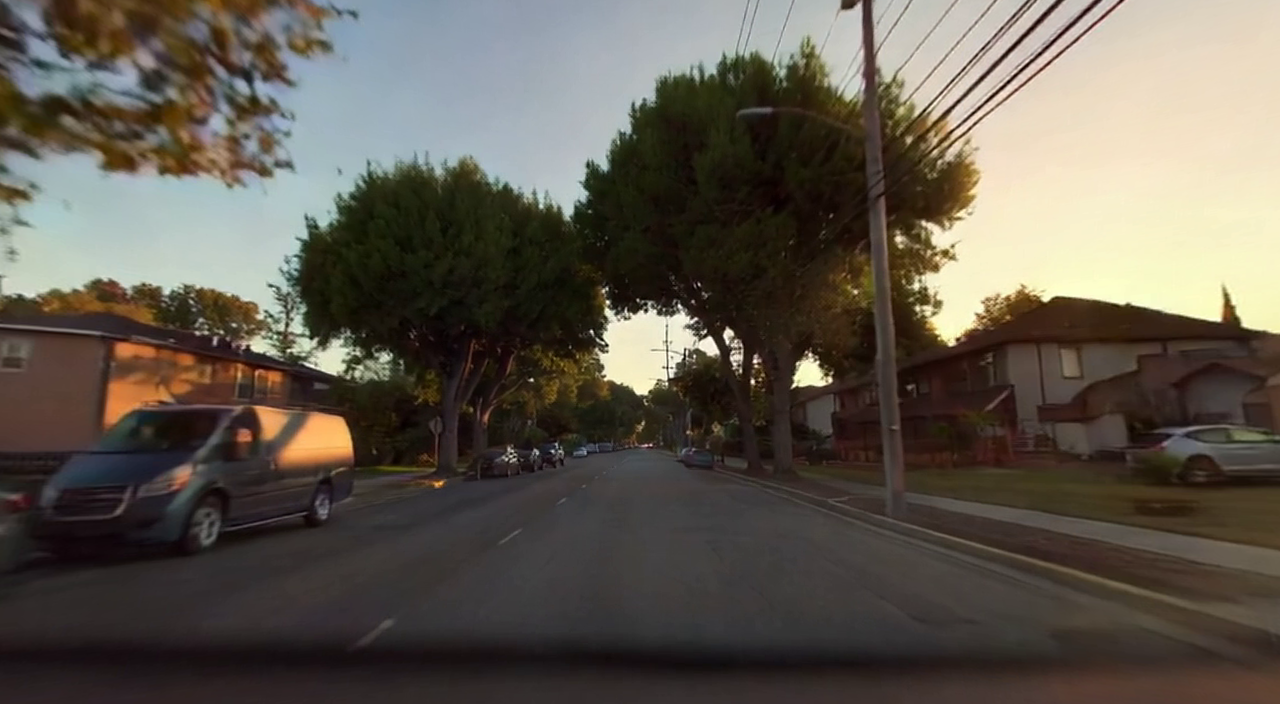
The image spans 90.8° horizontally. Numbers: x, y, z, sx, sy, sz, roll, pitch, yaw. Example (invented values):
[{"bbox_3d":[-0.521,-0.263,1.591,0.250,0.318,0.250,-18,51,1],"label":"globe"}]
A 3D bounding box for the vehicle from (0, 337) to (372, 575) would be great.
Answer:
[{"bbox_3d":[-6.774,1.640,10.162,2.439,2.724,5.647,-1,-10,-1],"label":"vehicle"}]

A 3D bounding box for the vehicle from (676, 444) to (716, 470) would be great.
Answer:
[{"bbox_3d":[3.337,6.321,38.182,1.869,1.453,4.237,0,-8,-2],"label":"vehicle"}]

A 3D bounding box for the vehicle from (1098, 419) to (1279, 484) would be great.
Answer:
[{"bbox_3d":[16.078,2.860,18.133,4.275,1.645,1.874,-2,-10,1],"label":"vehicle"}]

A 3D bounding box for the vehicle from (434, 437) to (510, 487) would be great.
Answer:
[{"bbox_3d":[-6.757,4.455,25.906,1.963,1.820,4.297,0,-8,-1],"label":"vehicle"}]
